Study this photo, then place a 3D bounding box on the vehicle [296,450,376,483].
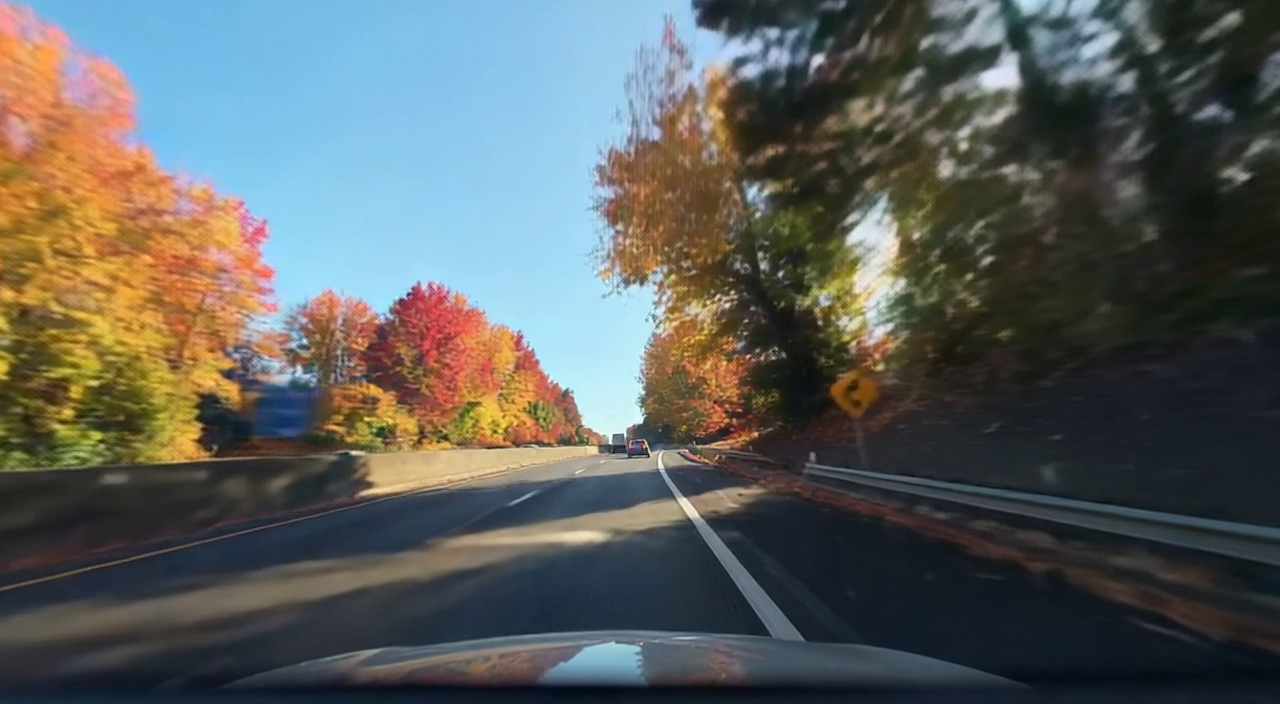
[{"bbox_3d":[-14.942,5.608,31.193,1.969,1.449,3.961,-1,-8,1],"label":"vehicle"}]
